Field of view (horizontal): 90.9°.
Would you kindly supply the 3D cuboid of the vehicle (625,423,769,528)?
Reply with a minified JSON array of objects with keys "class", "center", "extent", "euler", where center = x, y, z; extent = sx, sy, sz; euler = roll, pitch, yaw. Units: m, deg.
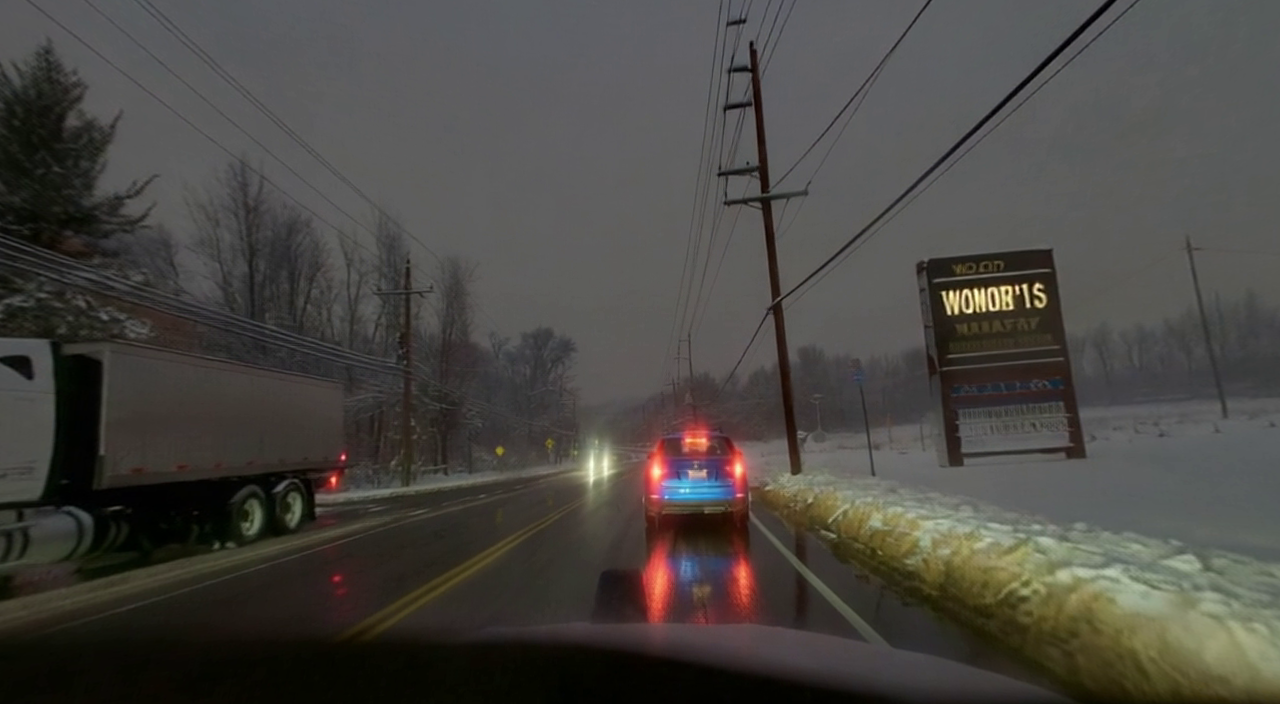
[{"class":"vehicle","center":[0.879,2.072,11.040],"extent":[2.081,1.503,3.726],"euler":[0,-8,2]}]

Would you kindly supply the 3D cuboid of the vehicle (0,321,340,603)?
[{"class":"vehicle","center":[-8.385,1.555,9.223],"extent":[3.395,3.071,7.634],"euler":[-7,-6,8]}]
